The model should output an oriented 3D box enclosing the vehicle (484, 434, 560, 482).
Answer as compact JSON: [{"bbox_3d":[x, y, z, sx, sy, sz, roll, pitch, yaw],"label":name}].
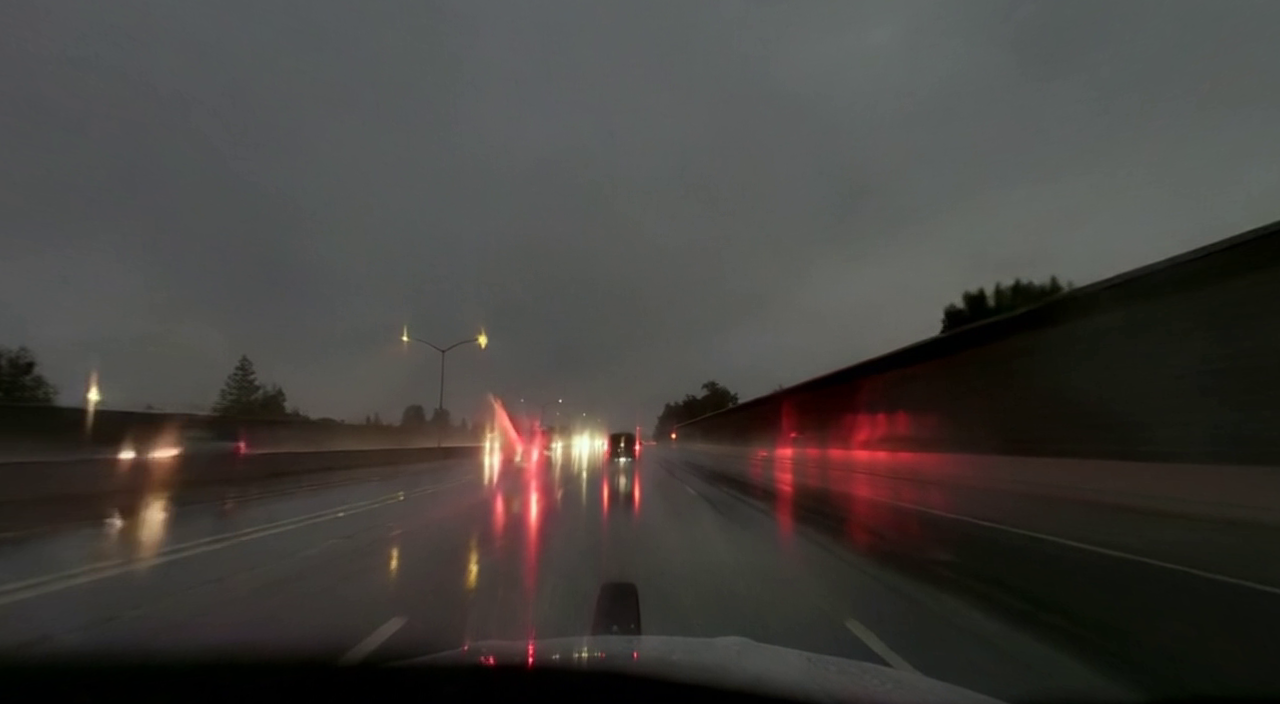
[{"bbox_3d":[-4.271,3.896,23.449,2.039,1.602,4.317,0,-8,-1],"label":"vehicle"}]

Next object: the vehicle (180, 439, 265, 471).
[{"bbox_3d":[-20.178,4.960,30.590,1.891,1.445,3.374,0,-8,-2],"label":"vehicle"}]

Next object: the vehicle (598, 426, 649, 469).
[{"bbox_3d":[-0.819,4.829,31.850,2.382,1.973,4.439,0,-8,-1],"label":"vehicle"}]

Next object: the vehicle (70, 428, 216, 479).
[{"bbox_3d":[-20.049,4.107,25.760,1.999,1.859,4.966,0,-8,-1],"label":"vehicle"}]
